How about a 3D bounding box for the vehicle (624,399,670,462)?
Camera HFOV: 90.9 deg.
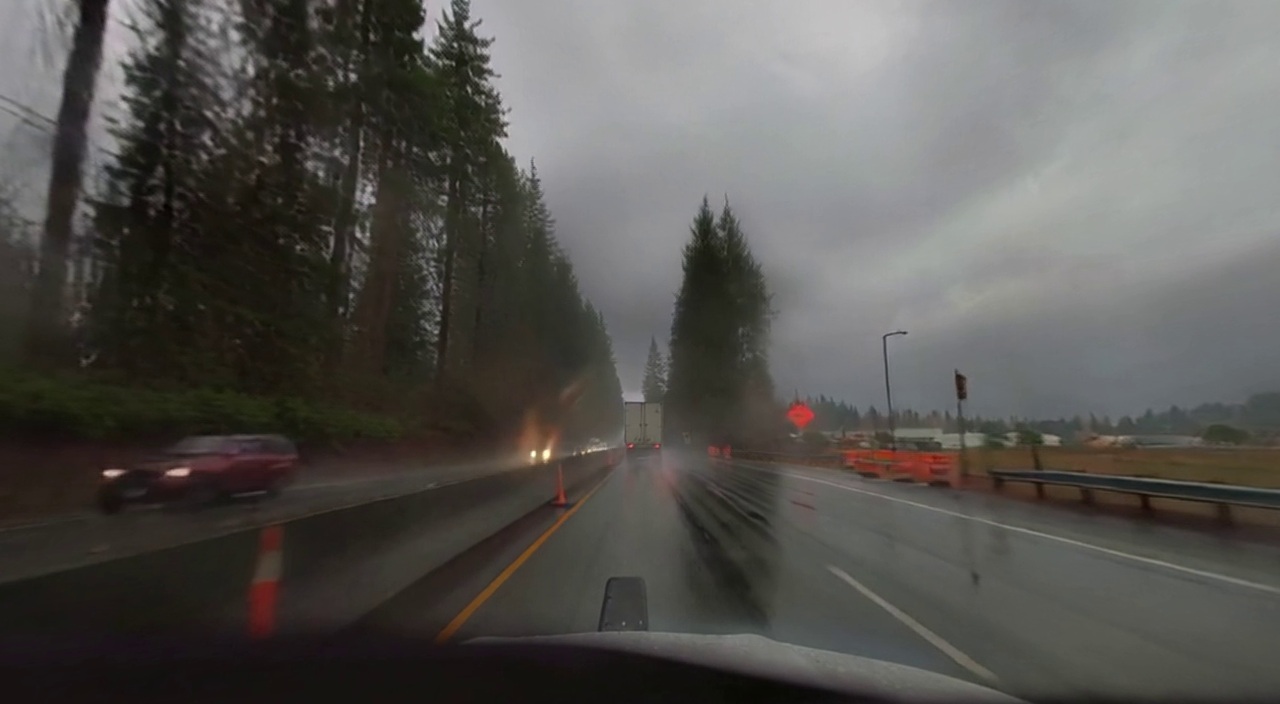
[{"bbox_3d":[0.311,5.858,46.289,2.935,4.068,11.036,0,-8,-1],"label":"vehicle"}]
